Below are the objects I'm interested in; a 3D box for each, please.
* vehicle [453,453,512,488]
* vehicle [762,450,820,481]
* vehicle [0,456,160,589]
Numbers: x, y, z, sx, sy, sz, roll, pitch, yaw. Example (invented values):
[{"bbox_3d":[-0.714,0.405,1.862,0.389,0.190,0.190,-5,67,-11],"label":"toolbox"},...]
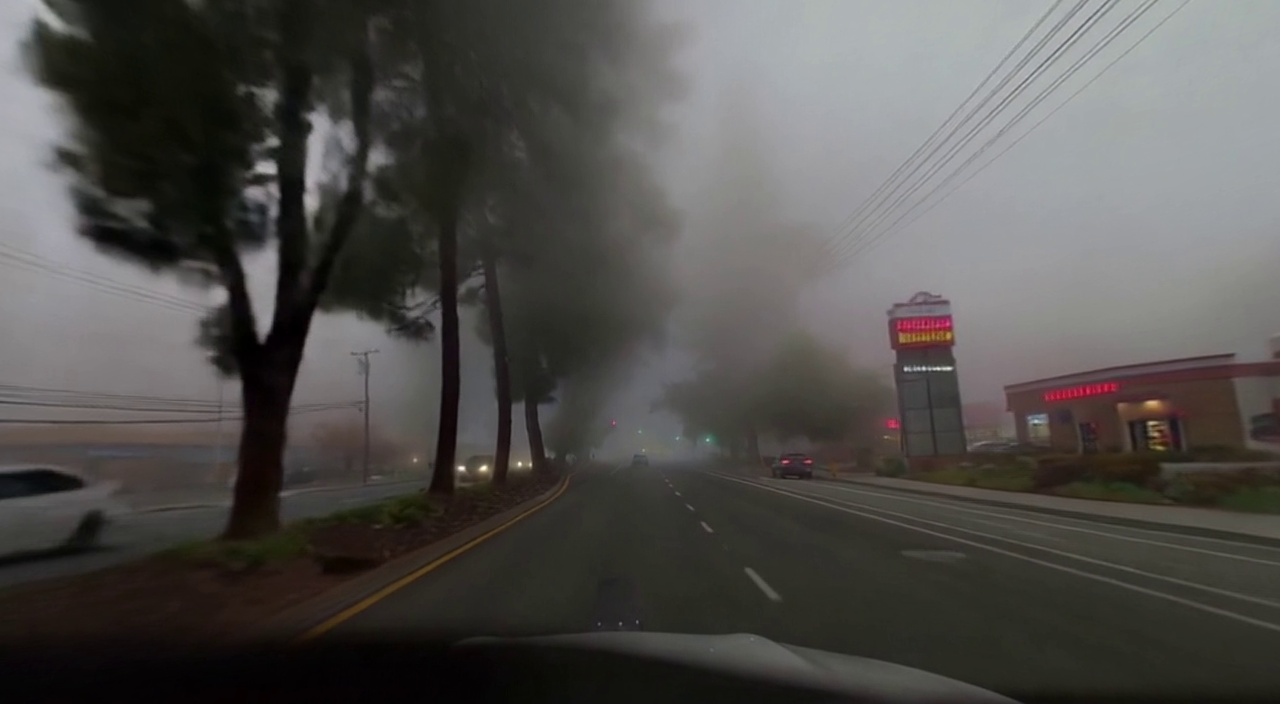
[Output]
[{"bbox_3d":[-8.534,6.425,34.622,2.113,1.703,4.459,0,-9,-1],"label":"vehicle"},{"bbox_3d":[9.405,7.104,39.915,2.358,1.785,5.404,0,-9,0],"label":"vehicle"},{"bbox_3d":[-8.662,2.075,7.634,2.043,1.536,4.682,0,-9,0],"label":"vehicle"}]
